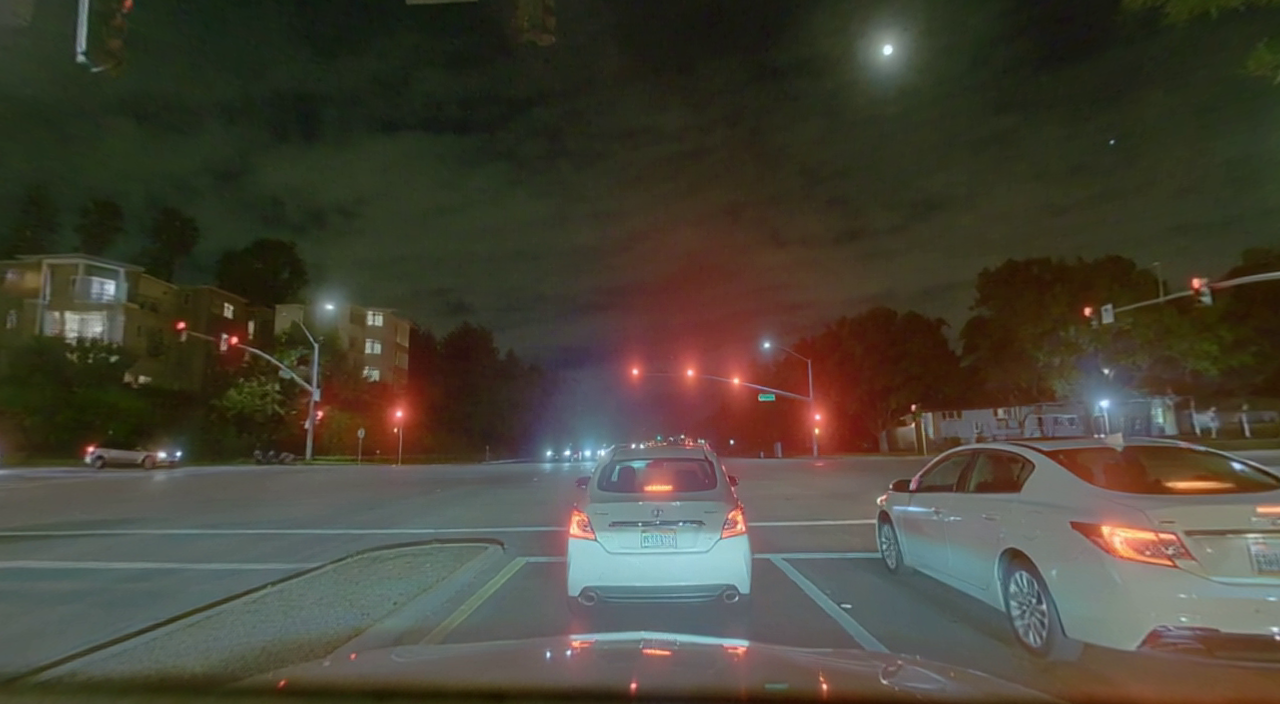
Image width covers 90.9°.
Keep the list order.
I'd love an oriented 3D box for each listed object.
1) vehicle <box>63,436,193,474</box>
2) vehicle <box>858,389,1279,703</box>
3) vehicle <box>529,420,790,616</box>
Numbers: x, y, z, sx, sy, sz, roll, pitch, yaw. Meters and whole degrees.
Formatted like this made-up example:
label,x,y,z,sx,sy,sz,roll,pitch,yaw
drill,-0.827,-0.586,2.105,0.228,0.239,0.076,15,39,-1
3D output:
label,x,y,z,sx,sy,sz,roll,pitch,yaw
vehicle,-24.261,4.871,29.999,4.450,1.684,1.894,0,-8,0
vehicle,3.179,1.124,3.889,1.931,1.493,4.555,0,-8,-1
vehicle,0.112,1.568,6.868,2.017,1.485,3.813,0,-8,-1
